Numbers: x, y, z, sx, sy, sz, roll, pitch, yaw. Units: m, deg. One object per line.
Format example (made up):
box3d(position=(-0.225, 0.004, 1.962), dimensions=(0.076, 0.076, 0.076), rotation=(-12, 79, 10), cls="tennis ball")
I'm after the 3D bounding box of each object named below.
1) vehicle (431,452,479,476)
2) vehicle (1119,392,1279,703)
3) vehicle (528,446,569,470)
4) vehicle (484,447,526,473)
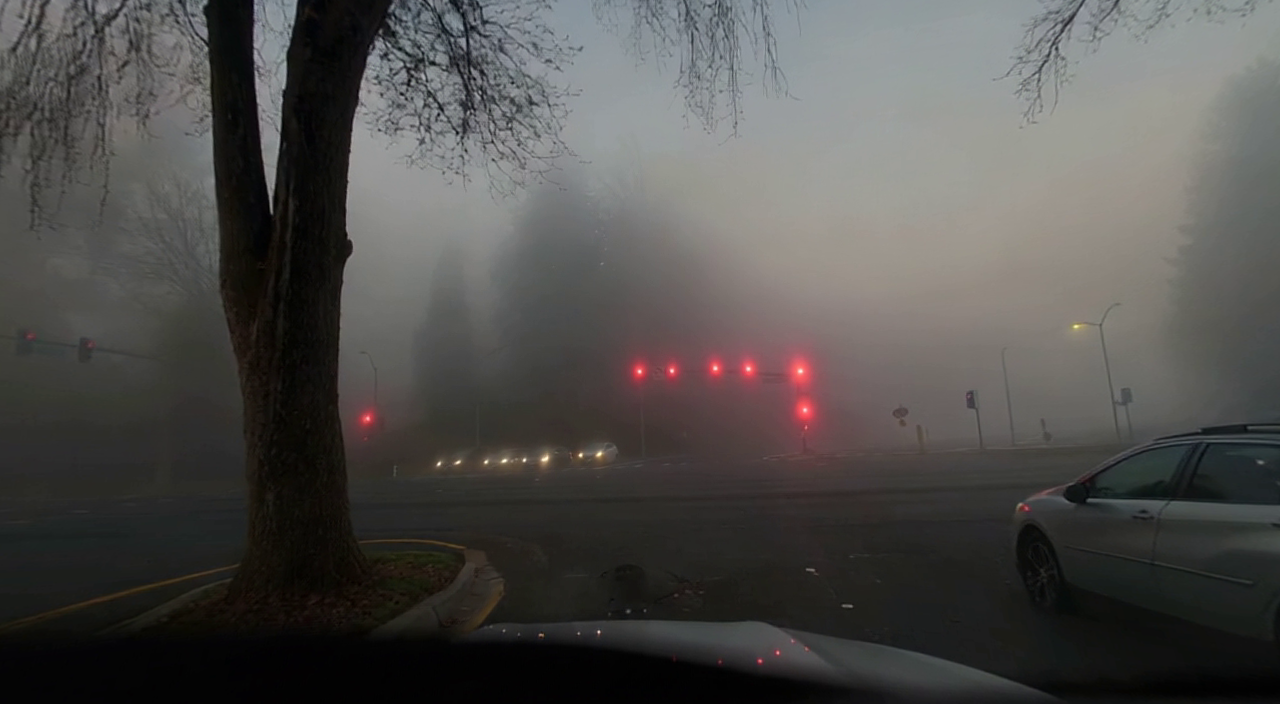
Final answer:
box3d(position=(-13.399, 8.113, 45.985), dimensions=(2.101, 1.637, 4.304), rotation=(0, -9, 1), cls="vehicle")
box3d(position=(3.060, 0.621, 0.417), dimensions=(1.978, 1.468, 4.544), rotation=(0, -9, 1), cls="vehicle")
box3d(position=(-6.547, 7.609, 45.508), dimensions=(2.126, 1.657, 4.307), rotation=(-1, -9, 3), cls="vehicle")
box3d(position=(-9.771, 7.828, 45.921), dimensions=(2.064, 1.725, 4.243), rotation=(0, -9, 1), cls="vehicle")
